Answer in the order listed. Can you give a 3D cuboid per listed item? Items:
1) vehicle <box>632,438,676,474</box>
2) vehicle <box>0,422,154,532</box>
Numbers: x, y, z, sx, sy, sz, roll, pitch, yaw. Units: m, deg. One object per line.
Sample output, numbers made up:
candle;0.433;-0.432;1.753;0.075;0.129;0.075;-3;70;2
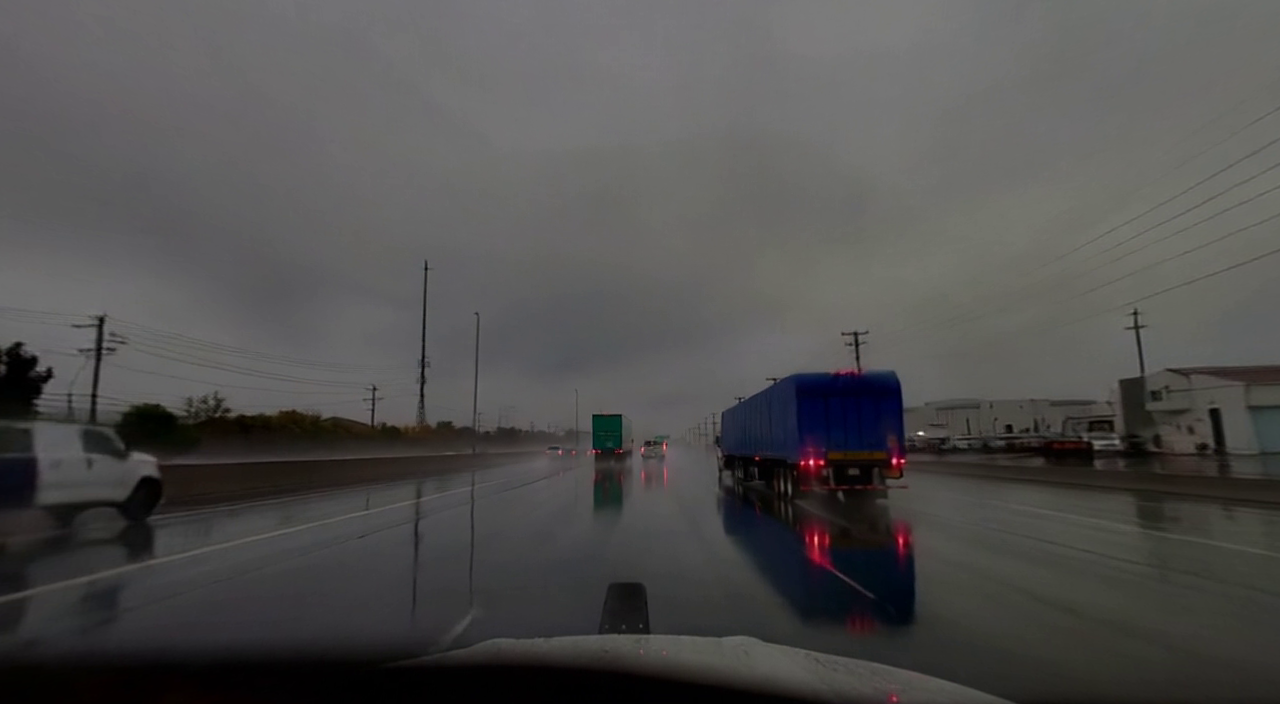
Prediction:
vehicle;0.749;5.771;35.278;2.279;1.837;4.747;0;-8;0
vehicle;-10.895;2.011;10.266;2.097;1.673;4.730;0;-8;1
